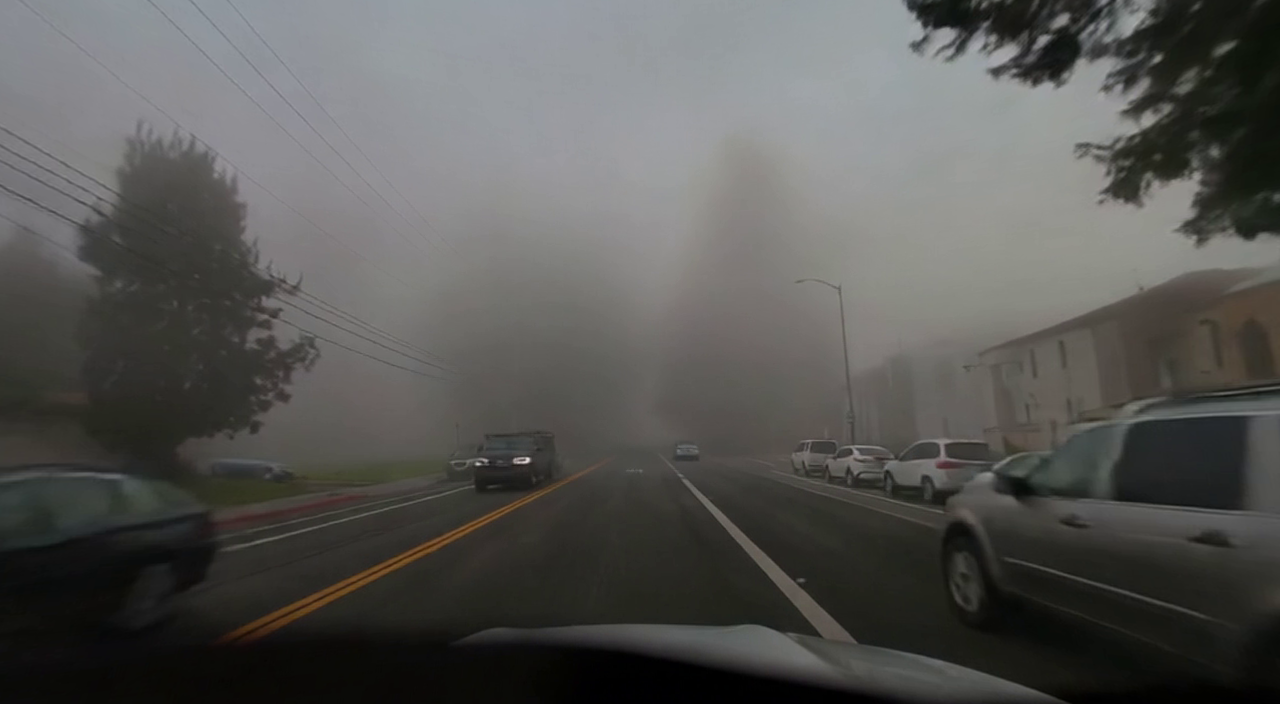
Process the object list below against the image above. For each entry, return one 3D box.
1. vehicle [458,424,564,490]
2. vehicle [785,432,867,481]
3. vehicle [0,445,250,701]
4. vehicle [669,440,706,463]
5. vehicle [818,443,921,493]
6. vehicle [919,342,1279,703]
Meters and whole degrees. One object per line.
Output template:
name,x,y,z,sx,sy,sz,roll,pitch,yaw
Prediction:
vehicle,-4.429,3.758,22.892,2.435,2.069,5.772,-1,-8,2
vehicle,8.084,4.599,28.008,2.133,1.911,5.455,-1,-8,2
vehicle,-4.723,1.314,3.823,1.989,1.474,4.112,-1,-9,2
vehicle,3.247,6.963,44.353,2.059,1.489,4.629,0,-8,-2
vehicle,7.741,3.920,21.808,1.862,1.492,4.571,1,-8,0
vehicle,3.311,0.897,2.795,2.004,1.704,4.573,0,-9,0
